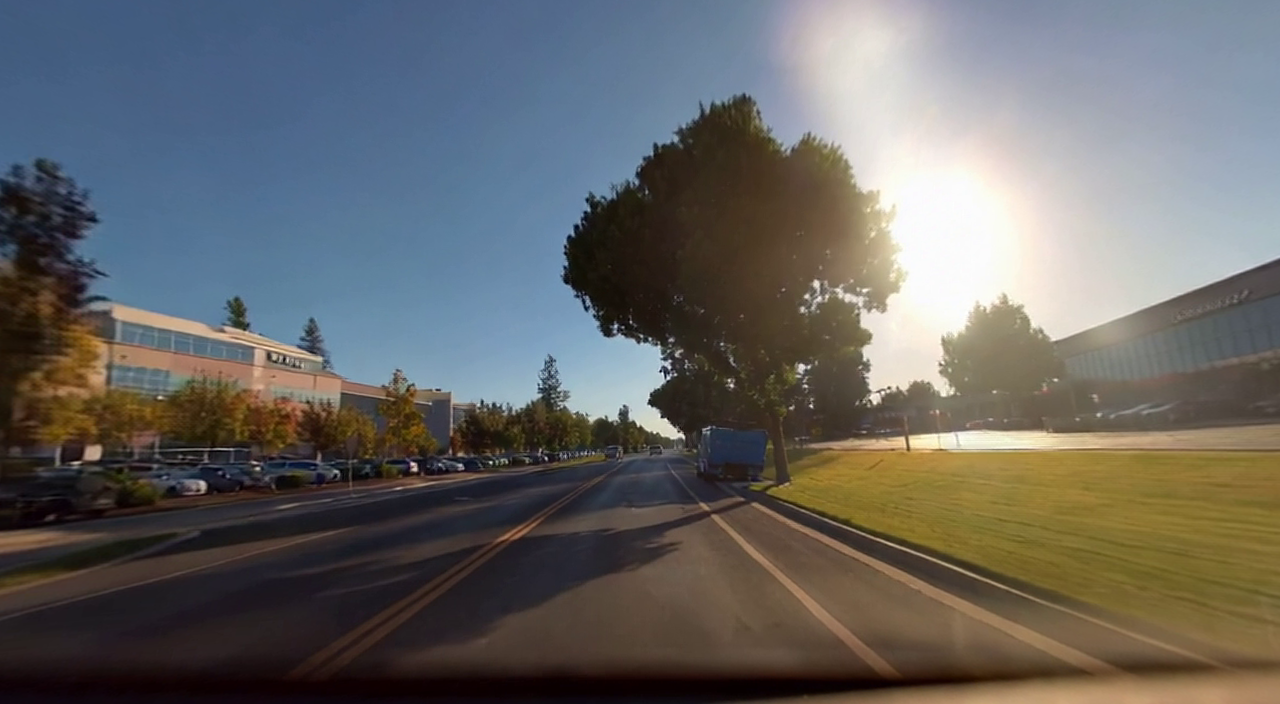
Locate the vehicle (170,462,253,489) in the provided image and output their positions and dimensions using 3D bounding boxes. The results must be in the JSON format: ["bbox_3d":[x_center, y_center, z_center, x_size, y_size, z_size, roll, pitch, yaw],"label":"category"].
[{"bbox_3d":[-30.126,8.669,44.459,4.371,1.750,1.940,0,-8,1],"label":"vehicle"}]

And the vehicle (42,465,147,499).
[{"bbox_3d":[-31.107,7.389,36.061,4.313,1.738,1.985,-1,-8,7],"label":"vehicle"}]

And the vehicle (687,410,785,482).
[{"bbox_3d":[4.523,4.815,32.528,3.282,3.067,10.181,0,-8,-1],"label":"vehicle"}]
